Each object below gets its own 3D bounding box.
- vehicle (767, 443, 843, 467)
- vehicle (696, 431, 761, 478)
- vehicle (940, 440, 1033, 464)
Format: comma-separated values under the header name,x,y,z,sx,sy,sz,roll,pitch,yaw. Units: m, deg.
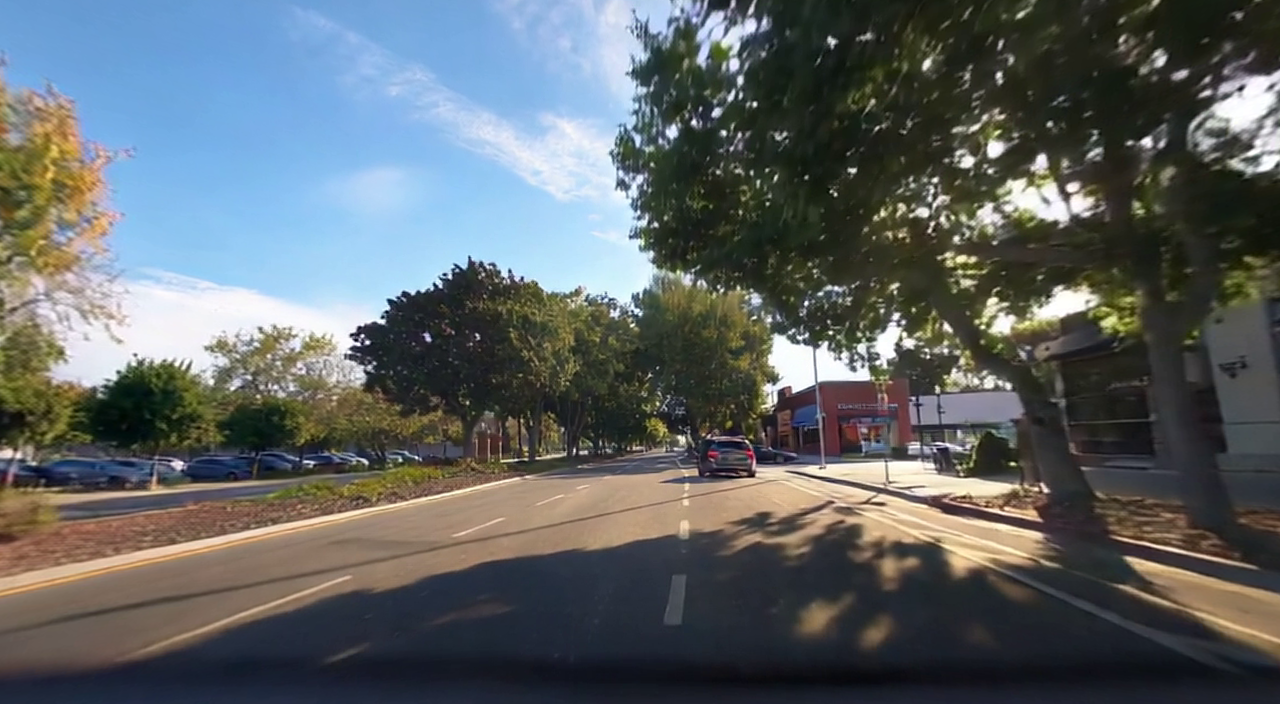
name,x,y,z,sx,sy,sz,roll,pitch,yaw
vehicle,10.889,6.805,41.849,4.733,1.499,2.000,-3,-9,14
vehicle,4.318,4.829,29.946,2.477,1.991,5.157,-2,-9,14
vehicle,21.870,6.353,40.045,4.698,1.465,1.914,-1,-9,7
